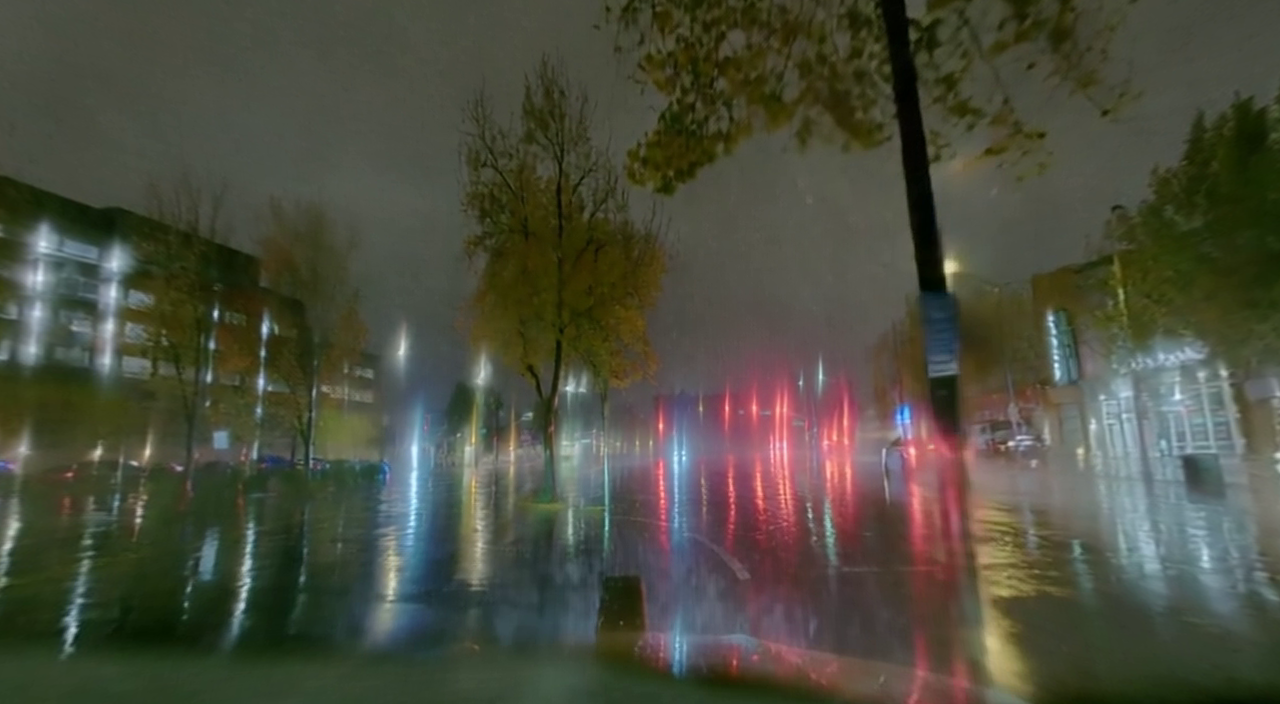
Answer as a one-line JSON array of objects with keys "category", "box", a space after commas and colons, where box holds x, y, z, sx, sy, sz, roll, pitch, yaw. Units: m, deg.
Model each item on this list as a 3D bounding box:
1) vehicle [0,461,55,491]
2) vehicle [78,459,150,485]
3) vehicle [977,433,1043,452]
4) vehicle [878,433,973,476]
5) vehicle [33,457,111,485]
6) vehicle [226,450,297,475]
[{"category": "vehicle", "box": [-35.375, 6.996, 35.906, 4.157, 1.458, 2.130, -6, -10, 34]}, {"category": "vehicle", "box": [-34.882, 7.892, 41.874, 4.416, 1.541, 2.102, -5, -10, 30]}, {"category": "vehicle", "box": [27.828, 6.857, 47.606, 3.839, 1.386, 1.816, -1, -9, 6]}, {"category": "vehicle", "box": [12.054, 4.360, 27.067, 2.100, 1.638, 4.545, 0, -9, 2]}, {"category": "vehicle", "box": [-34.276, 7.123, 38.067, 5.124, 1.541, 2.121, -6, -10, 33]}, {"category": "vehicle", "box": [-28.597, 8.295, 47.647, 5.483, 1.719, 2.112, -5, -10, 31]}]
